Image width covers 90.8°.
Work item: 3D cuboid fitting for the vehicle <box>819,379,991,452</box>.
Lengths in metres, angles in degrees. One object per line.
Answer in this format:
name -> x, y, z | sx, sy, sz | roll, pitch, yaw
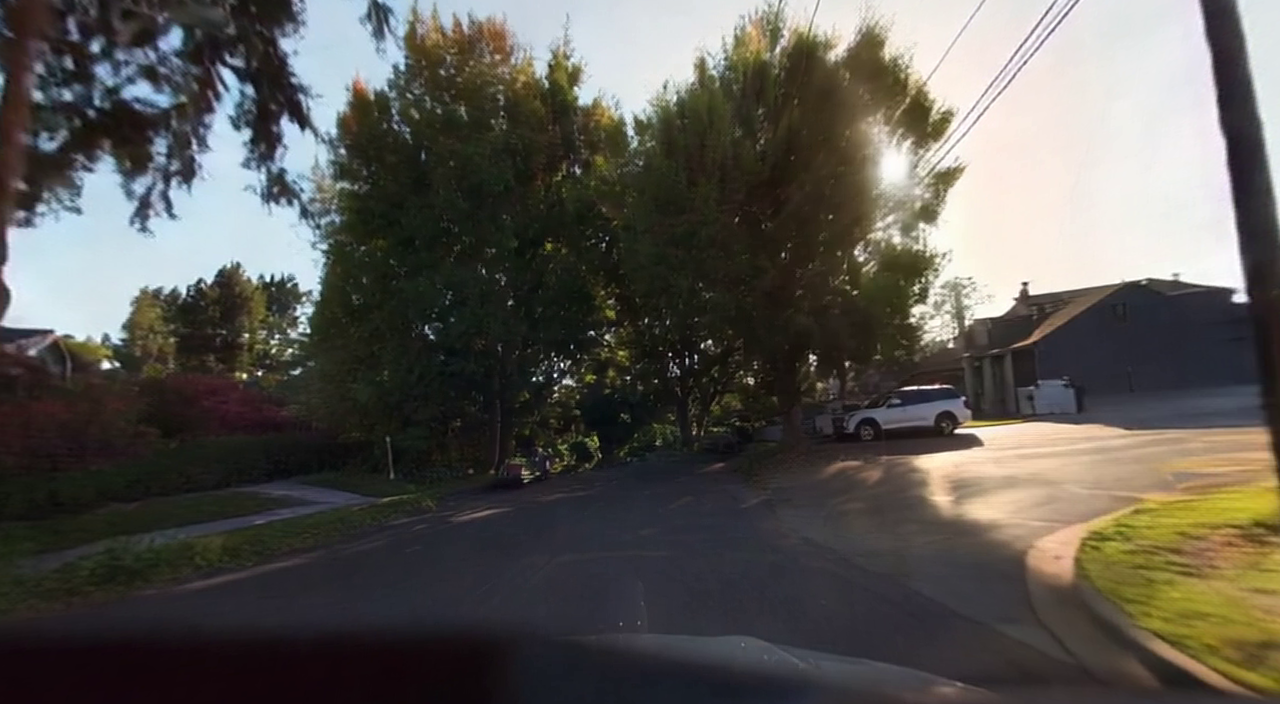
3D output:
vehicle -> 8.012, 1.986, 19.104 | 4.780, 1.984, 1.896 | 3, -9, -23
